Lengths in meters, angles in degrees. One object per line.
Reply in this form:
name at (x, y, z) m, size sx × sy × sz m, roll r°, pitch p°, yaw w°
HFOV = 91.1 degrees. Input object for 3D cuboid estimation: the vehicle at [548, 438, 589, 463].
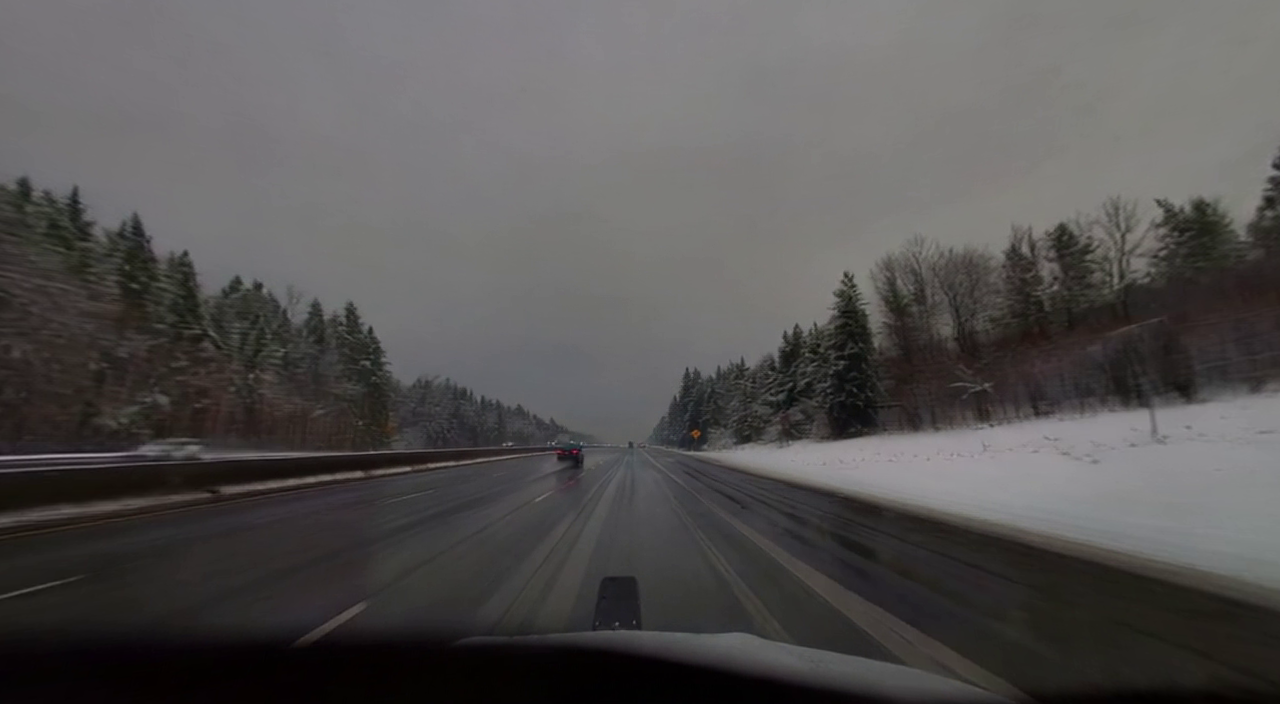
vehicle at (-4.446, 6.195, 39.836) m, size 2.004 × 1.497 × 4.260 m, roll 0°, pitch -8°, yaw 1°

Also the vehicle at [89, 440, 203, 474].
vehicle at (-24.708, 5.236, 31.709) m, size 1.970 × 1.504 × 4.664 m, roll 0°, pitch -8°, yaw 0°
